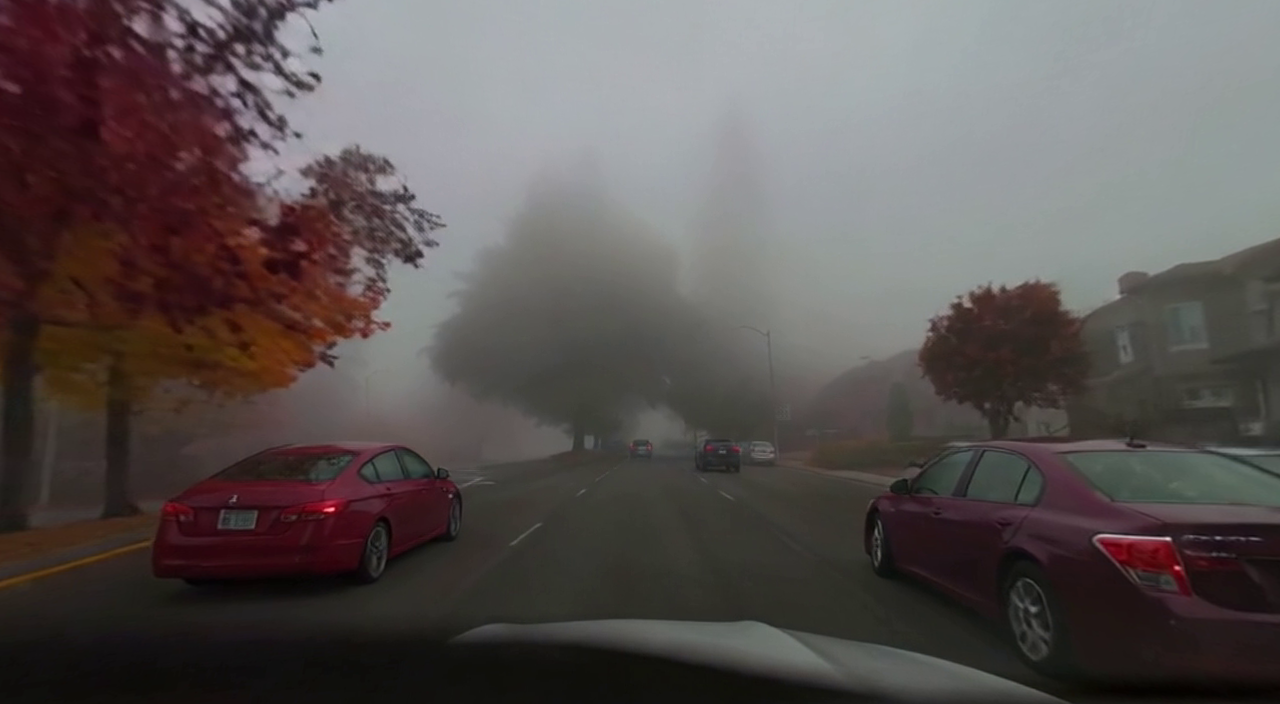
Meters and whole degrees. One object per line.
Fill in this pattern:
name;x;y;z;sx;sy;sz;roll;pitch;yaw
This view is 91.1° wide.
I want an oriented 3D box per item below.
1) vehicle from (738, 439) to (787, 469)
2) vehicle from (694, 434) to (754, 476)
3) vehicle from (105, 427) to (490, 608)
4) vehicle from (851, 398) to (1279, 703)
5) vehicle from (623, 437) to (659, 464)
vehicle;7.138;5.968;37.048;1.933;1.647;4.487;0;-8;-1
vehicle;3.610;4.543;27.858;2.019;1.675;4.488;0;-8;0
vehicle;-3.398;1.706;7.545;1.997;1.479;4.547;0;-8;1
vehicle;3.298;1.226;4.463;2.060;1.474;4.475;0;-8;0
vehicle;0.068;6.565;41.978;2.293;1.662;4.262;0;-8;1
